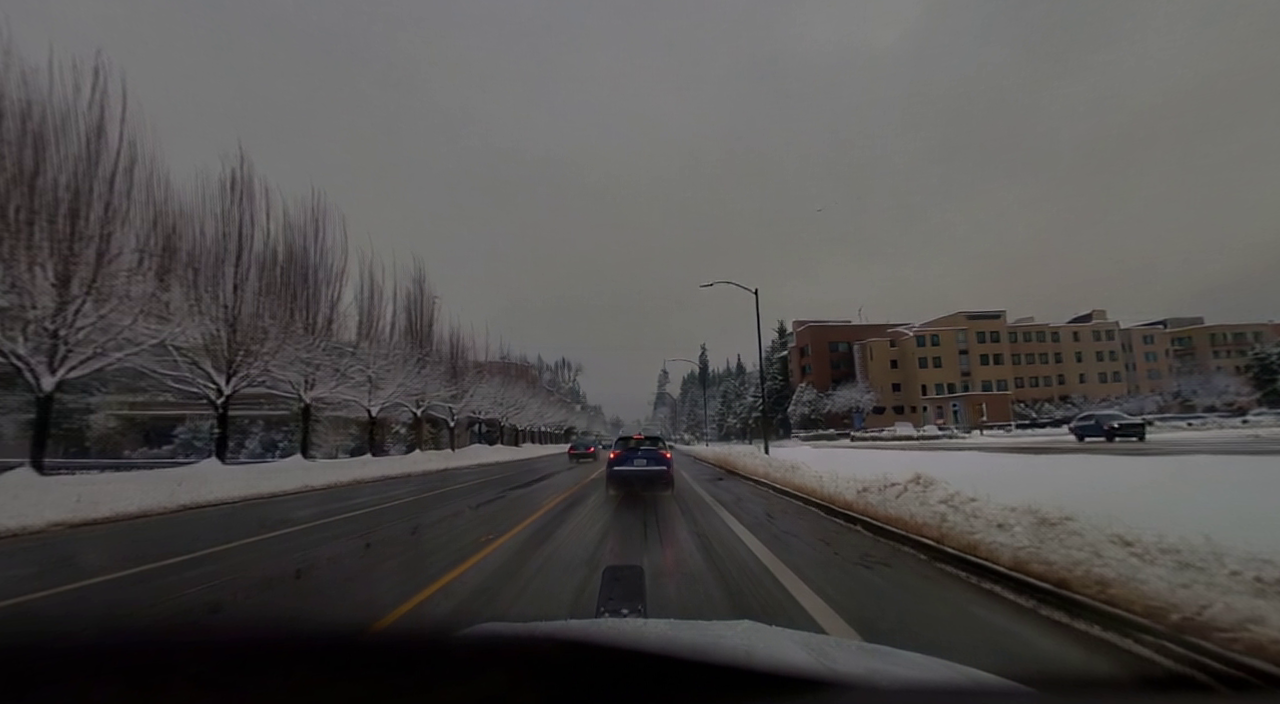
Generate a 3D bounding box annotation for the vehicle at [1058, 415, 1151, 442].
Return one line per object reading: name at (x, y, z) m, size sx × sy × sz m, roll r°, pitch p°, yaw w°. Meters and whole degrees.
vehicle at (31.899, 5.323, 43.508) m, size 4.903 × 1.767 × 2.105 m, roll -5°, pitch -10°, yaw 31°

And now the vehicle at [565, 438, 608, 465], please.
vehicle at (-3.077, 5.856, 37.261) m, size 1.942 × 1.462 × 4.905 m, roll -1°, pitch -8°, yaw 3°

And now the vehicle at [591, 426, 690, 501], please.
vehicle at (0.033, 2.784, 16.159) m, size 2.199 × 1.652 × 4.101 m, roll 0°, pitch -8°, yaw 1°
